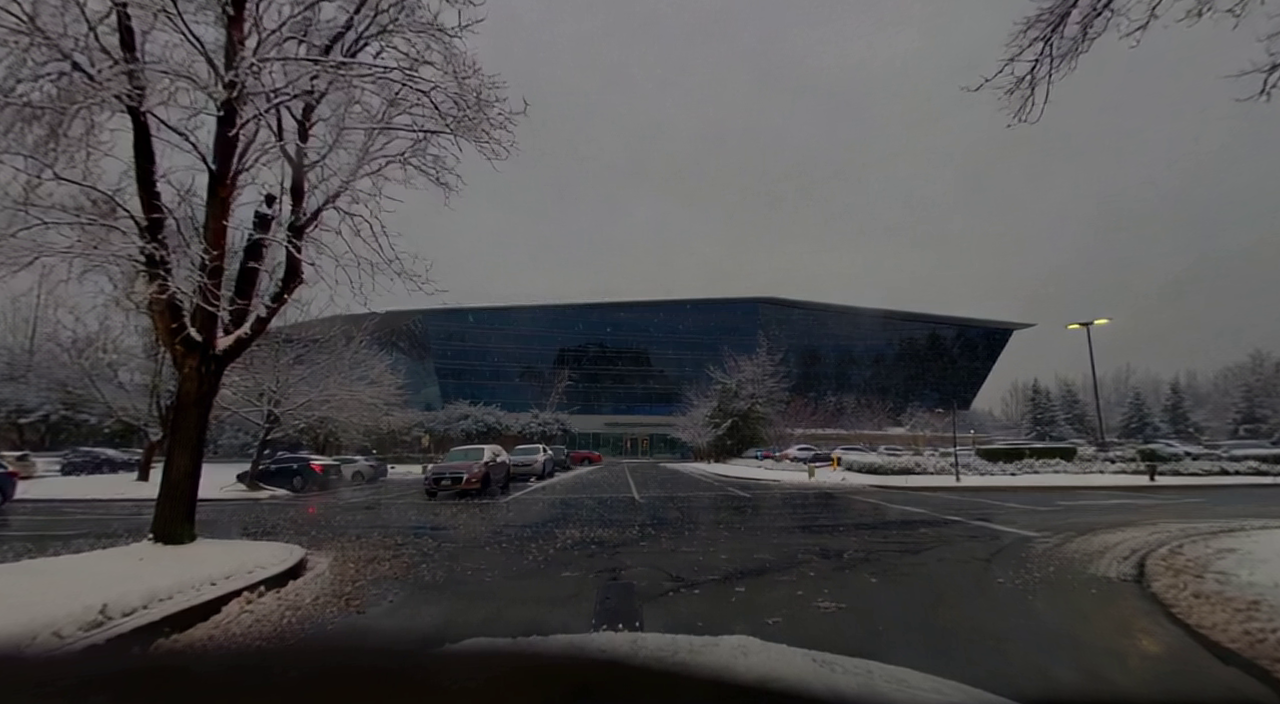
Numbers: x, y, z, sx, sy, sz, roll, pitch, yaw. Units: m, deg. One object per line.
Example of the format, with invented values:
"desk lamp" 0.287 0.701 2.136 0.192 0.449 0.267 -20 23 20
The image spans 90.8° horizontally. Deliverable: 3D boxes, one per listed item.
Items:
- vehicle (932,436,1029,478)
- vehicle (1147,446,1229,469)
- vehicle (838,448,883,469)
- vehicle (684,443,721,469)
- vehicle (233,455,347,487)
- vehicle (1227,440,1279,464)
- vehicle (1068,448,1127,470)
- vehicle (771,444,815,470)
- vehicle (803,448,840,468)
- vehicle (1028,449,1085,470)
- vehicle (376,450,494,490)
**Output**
"vehicle" 16.475 5.094 30.927 2.048 1.852 4.998 0 -9 1
"vehicle" 37.017 7.119 42.788 1.678 1.423 4.191 0 -8 -2
"vehicle" 17.050 8.226 49.063 1.971 1.478 4.477 0 -8 1
"vehicle" 4.589 7.743 47.277 2.262 1.794 5.331 0 -8 1
"vehicle" -16.750 5.692 30.358 4.331 1.437 1.876 0 -8 3
"vehicle" 43.059 6.809 43.084 1.758 1.572 4.421 0 -8 1
"vehicle" 31.297 7.313 43.274 1.519 1.371 3.278 0 -8 -1
"vehicle" 10.519 7.208 43.713 1.936 1.673 4.305 0 -8 0
"vehicle" 14.213 8.303 49.644 1.935 1.477 3.719 0 -9 3
"vehicle" 28.301 7.291 43.008 1.495 1.371 3.336 -1 -9 -1
"vehicle" -8.701 4.967 26.903 4.442 1.504 1.809 4 -10 -28
